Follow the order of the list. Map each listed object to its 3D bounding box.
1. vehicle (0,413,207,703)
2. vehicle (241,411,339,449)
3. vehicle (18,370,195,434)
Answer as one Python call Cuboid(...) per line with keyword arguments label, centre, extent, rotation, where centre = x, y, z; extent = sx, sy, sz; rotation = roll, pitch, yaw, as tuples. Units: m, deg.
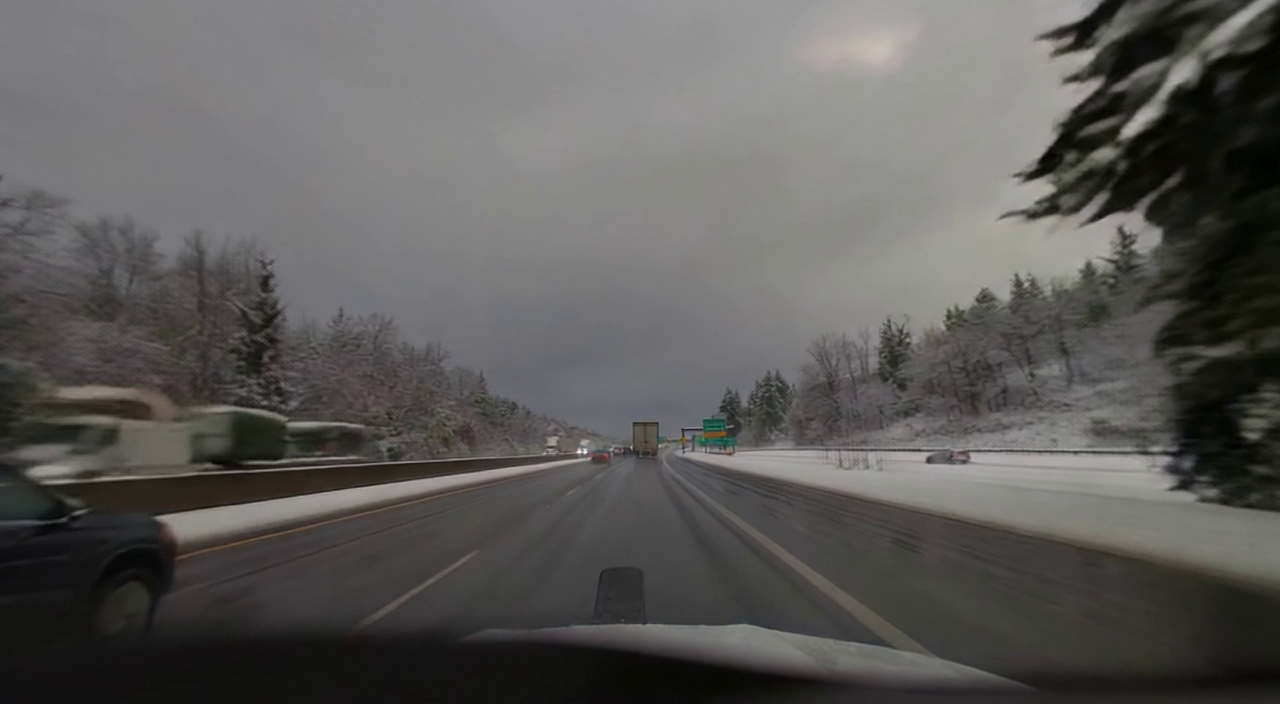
Cuboid(label="vehicle", centre=(-4.171, 0.965, 2.537), extent=(1.945, 1.488, 4.043), rotation=(0, -9, 0))
Cuboid(label="vehicle", centre=(-17.206, 3.919, 31.280), extent=(2.111, 1.716, 4.697), rotation=(-1, -8, 1))
Cuboid(label="vehicle", centre=(-17.344, 1.774, 20.882), extent=(1.866, 1.761, 4.683), rotation=(-2, -8, -1))
